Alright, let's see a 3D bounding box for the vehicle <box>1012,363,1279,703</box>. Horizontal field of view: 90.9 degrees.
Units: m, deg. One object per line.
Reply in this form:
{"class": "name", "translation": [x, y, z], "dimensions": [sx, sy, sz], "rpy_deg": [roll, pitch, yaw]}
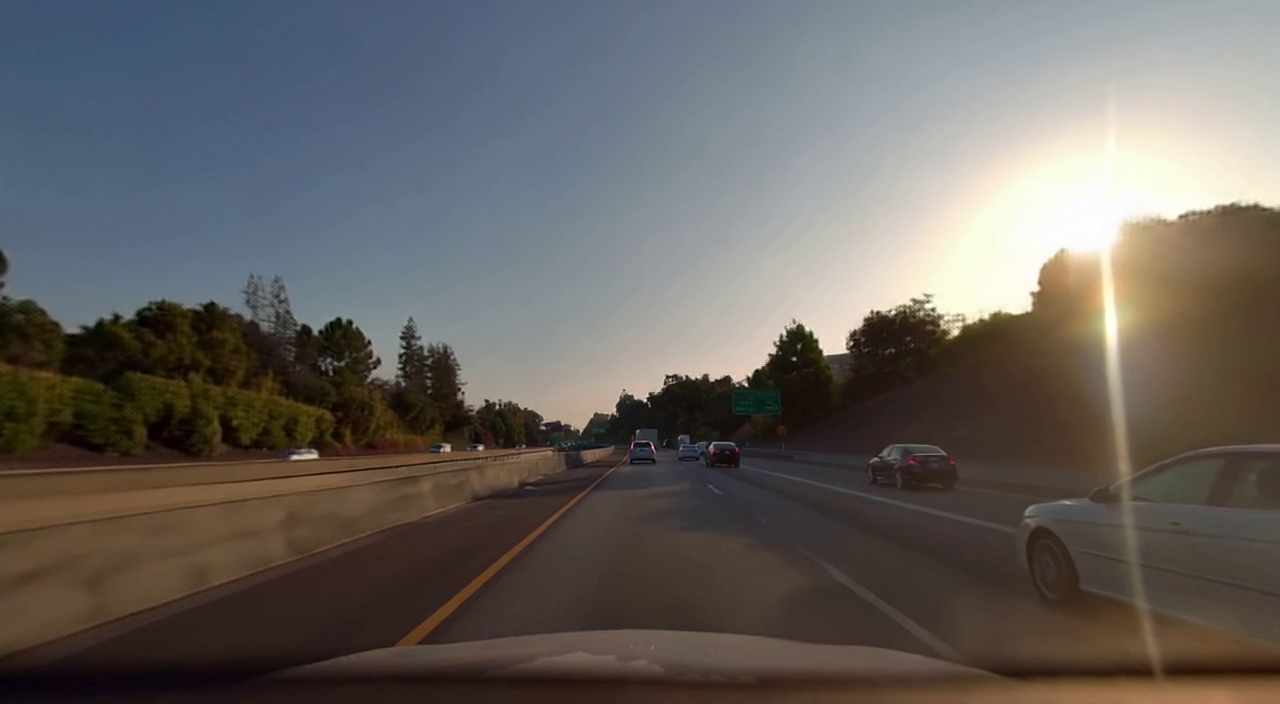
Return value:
{"class": "vehicle", "translation": [3.780, 0.841, 2.474], "dimensions": [2.003, 1.661, 4.418], "rpy_deg": [-1, -8, 2]}

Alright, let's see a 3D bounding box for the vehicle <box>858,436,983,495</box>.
{"class": "vehicle", "translation": [8.149, 3.307, 18.810], "dimensions": [1.810, 1.516, 4.183], "rpy_deg": [0, -8, 0]}

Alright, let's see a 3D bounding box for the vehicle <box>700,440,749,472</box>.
{"class": "vehicle", "translation": [4.211, 5.234, 31.983], "dimensions": [1.825, 1.487, 4.034], "rpy_deg": [0, -8, -1]}

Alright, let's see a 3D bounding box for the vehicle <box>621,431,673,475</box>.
{"class": "vehicle", "translation": [0.279, 4.535, 28.524], "dimensions": [2.189, 1.852, 4.038], "rpy_deg": [0, -8, 0]}
